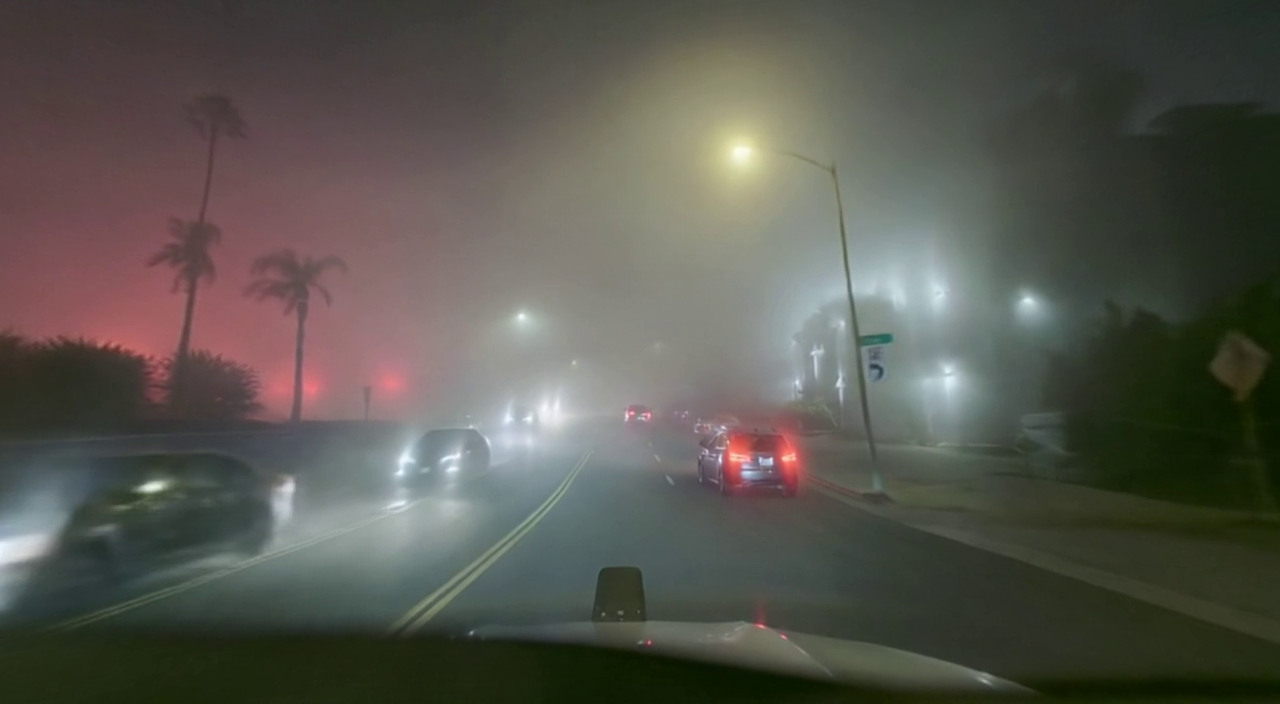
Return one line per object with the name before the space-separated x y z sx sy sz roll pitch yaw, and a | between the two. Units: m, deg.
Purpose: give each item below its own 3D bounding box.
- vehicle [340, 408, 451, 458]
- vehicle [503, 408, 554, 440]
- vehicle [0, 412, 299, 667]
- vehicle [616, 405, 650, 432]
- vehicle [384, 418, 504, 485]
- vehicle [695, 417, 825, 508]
vehicle | -9.026 3.118 23.952 2.076 1.650 5.432 0 -8 -1
vehicle | -6.360 4.208 36.621 2.171 1.676 4.523 0 -8 0
vehicle | -5.828 1.645 6.406 2.138 1.858 4.788 0 -8 -1
vehicle | -0.465 4.526 42.848 2.196 1.655 3.939 0 -8 -1
vehicle | -5.977 3.119 20.019 2.295 1.837 4.680 0 -8 0
vehicle | 2.682 2.595 15.273 1.995 1.858 4.333 0 -8 -4
